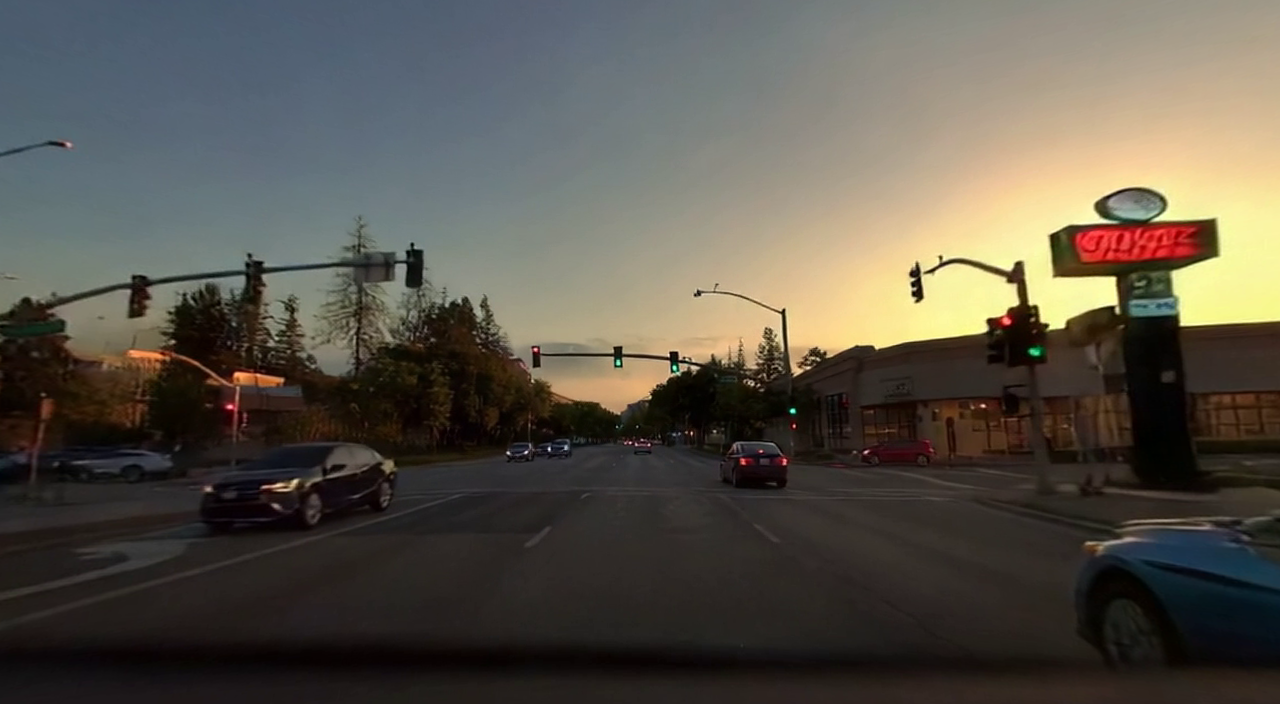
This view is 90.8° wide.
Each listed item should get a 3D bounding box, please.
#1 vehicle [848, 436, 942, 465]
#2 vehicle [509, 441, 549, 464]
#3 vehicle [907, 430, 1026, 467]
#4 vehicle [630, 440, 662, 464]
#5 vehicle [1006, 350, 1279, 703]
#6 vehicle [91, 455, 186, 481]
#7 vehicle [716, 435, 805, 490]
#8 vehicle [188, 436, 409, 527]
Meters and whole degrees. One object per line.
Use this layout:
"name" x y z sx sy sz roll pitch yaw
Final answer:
"vehicle" 13.945 5.413 34.771 4.370 1.517 1.939 -1 -8 4
"vehicle" -7.760 7.094 44.403 1.933 1.455 4.562 -3 -10 0
"vehicle" 15.855 4.701 30.858 4.599 1.731 2.155 0 -8 0
"vehicle" 0.360 6.618 42.026 2.008 1.464 4.052 0 -8 -1
"vehicle" 3.372 0.682 1.492 2.174 1.596 4.779 0 -8 1
"vehicle" -31.152 7.198 39.396 4.307 1.467 1.928 5 -10 -30
"vehicle" 3.537 3.330 19.330 1.842 1.480 4.155 0 -8 0
"vehicle" -6.463 2.467 12.664 2.038 1.484 4.273 0 -8 0
